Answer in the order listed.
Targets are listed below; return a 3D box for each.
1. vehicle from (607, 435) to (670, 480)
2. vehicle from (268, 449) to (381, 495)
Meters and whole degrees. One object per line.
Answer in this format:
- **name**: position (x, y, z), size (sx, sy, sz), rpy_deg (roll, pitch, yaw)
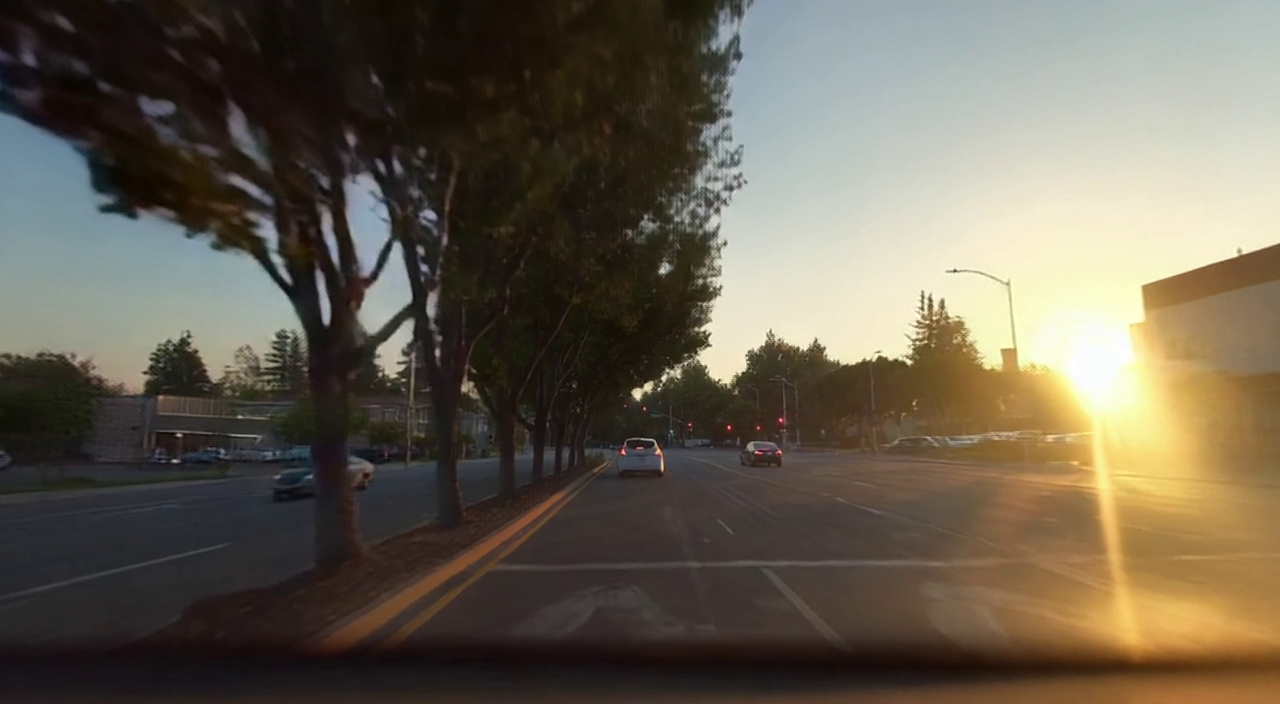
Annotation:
- **vehicle**: position (-0.053, 3.764, 22.774), size (2.064, 1.477, 3.968), rpy_deg (0, -8, 0)
- **vehicle**: position (-11.341, 4.310, 23.090), size (1.907, 1.485, 4.293), rpy_deg (0, -8, 0)
